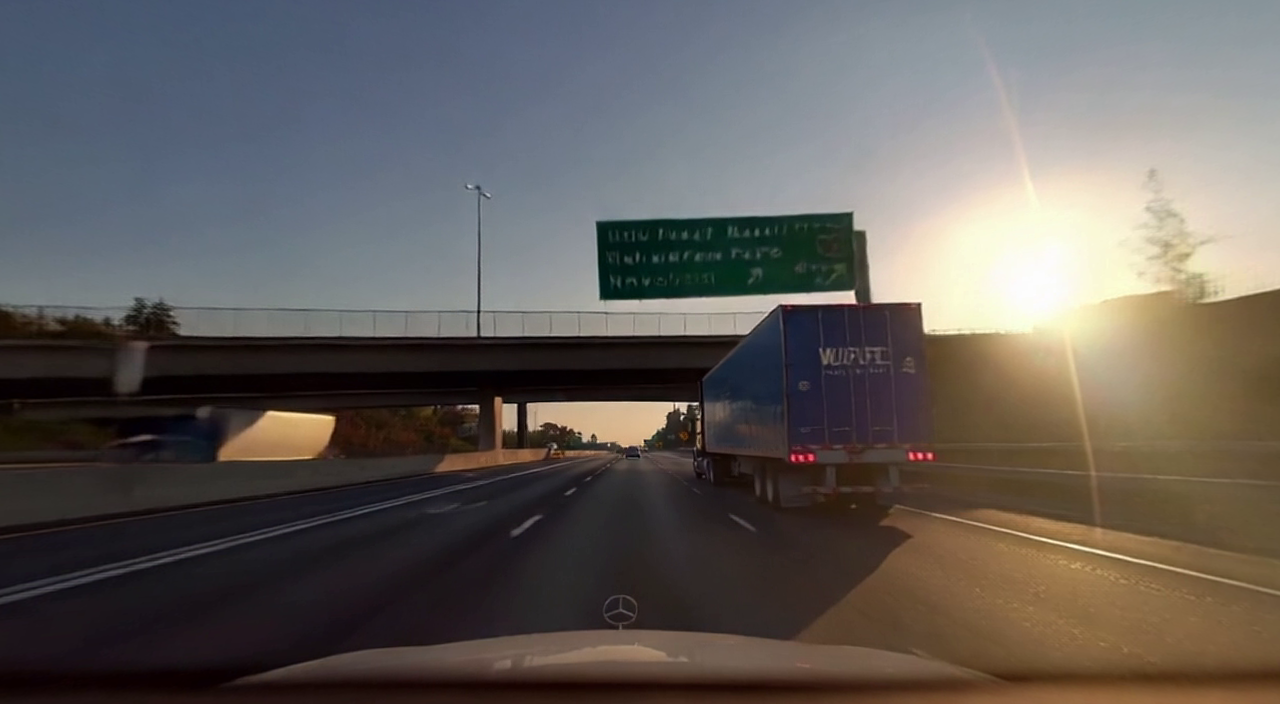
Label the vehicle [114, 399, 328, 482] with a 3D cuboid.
[{"bbox_3d":[-23.200,5.238,36.488,2.901,3.874,13.959,0,-9,0],"label":"vehicle"}]

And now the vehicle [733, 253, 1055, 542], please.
[{"bbox_3d":[4.097,1.227,12.970,2.869,4.013,8.610,0,-9,-1],"label":"vehicle"}]
